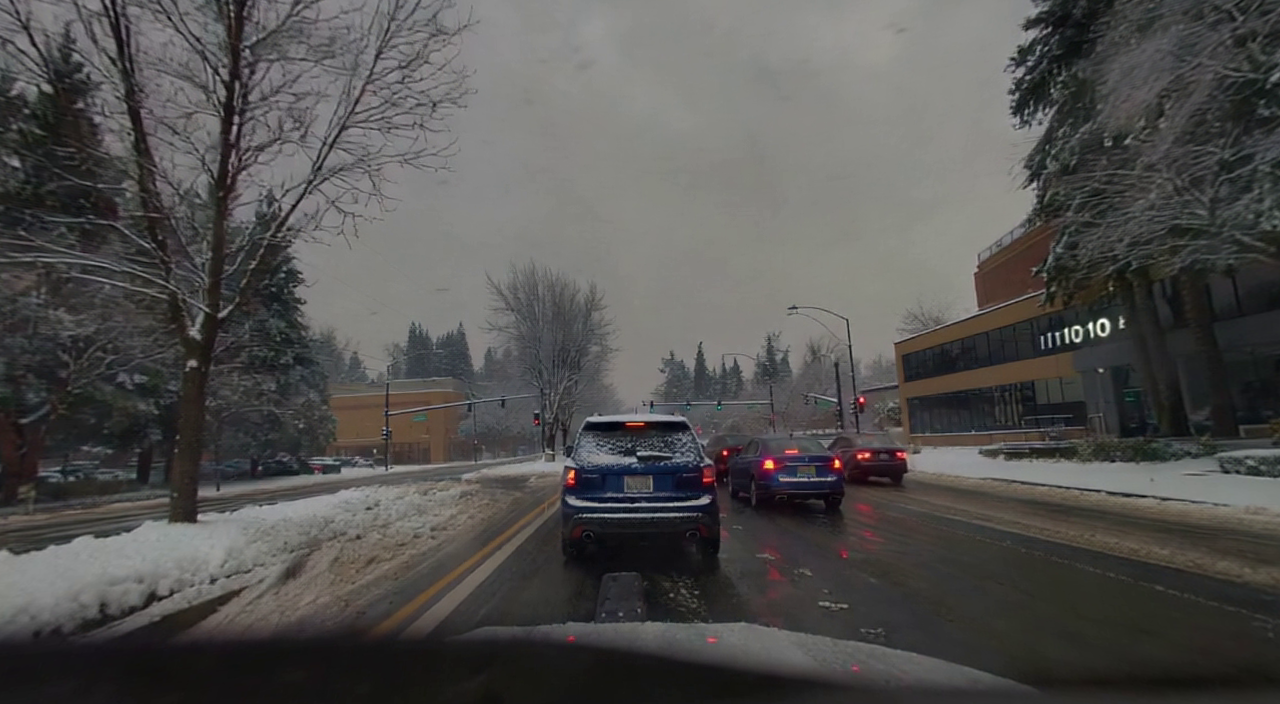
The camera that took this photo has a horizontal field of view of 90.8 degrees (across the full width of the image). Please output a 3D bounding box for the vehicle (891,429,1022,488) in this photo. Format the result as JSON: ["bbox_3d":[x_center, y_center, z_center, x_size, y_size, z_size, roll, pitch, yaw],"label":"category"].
[{"bbox_3d":[10.852,3.695,22.133,2.123,1.812,4.553,0,-9,-1],"label":"vehicle"}]

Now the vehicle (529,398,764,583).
[{"bbox_3d":[0.053,1.653,8.256,2.266,1.762,4.131,0,-9,0],"label":"vehicle"}]

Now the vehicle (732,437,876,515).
[{"bbox_3d":[3.480,2.715,14.368,1.997,1.471,4.321,0,-9,-2],"label":"vehicle"}]
